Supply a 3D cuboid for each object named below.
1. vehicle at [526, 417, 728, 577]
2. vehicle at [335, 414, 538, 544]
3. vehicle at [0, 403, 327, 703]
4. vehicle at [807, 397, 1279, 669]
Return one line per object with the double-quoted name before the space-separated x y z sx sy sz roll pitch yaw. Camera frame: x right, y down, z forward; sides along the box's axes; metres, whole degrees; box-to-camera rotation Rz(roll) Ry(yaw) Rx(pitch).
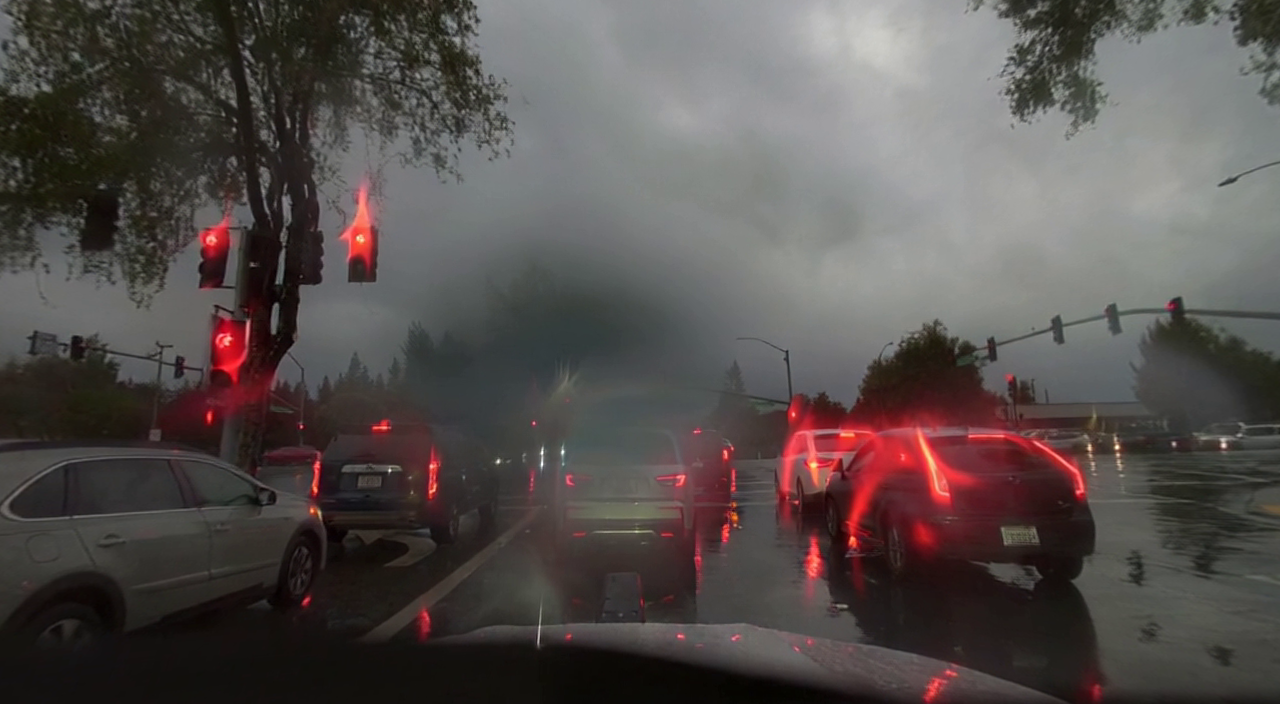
"vehicle" -0.102 1.801 8.550 2.106 1.655 3.717 0 -8 1
"vehicle" -3.225 2.111 11.155 2.048 1.805 4.405 0 -8 1
"vehicle" -3.350 0.945 2.358 1.863 1.495 4.667 0 -8 2
"vehicle" 3.236 1.444 6.194 2.006 1.659 4.462 0 -8 1
